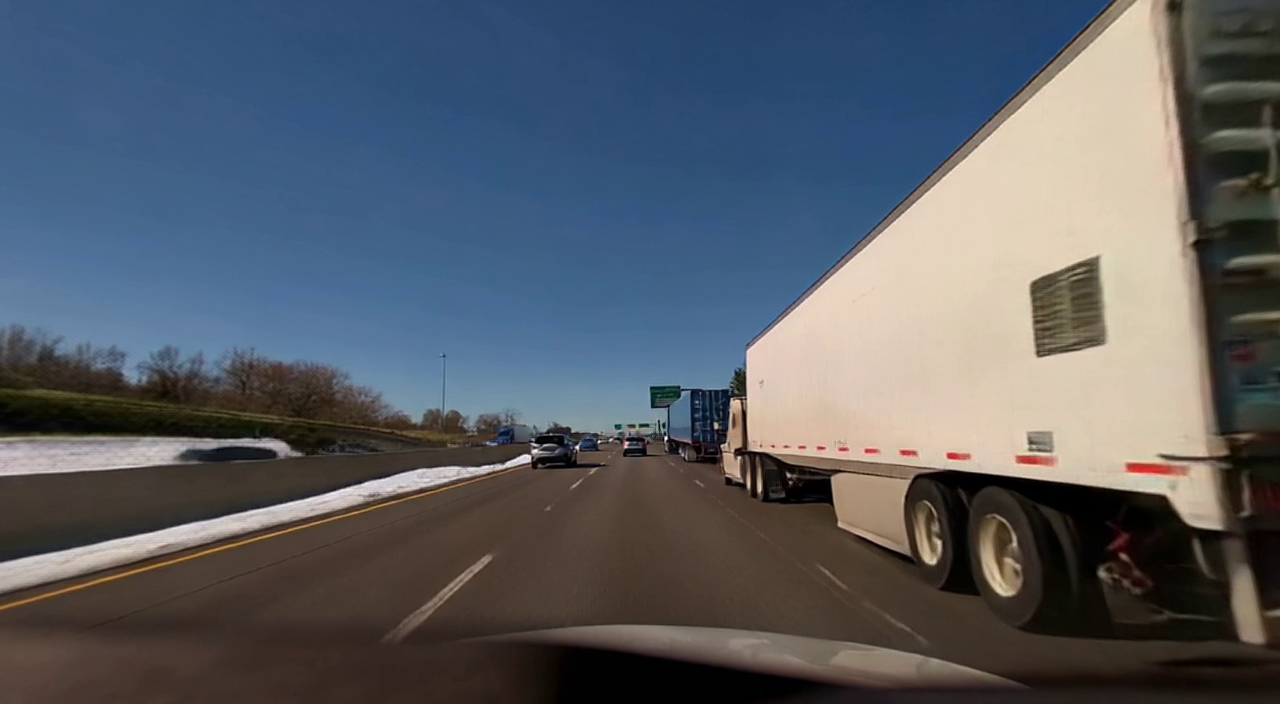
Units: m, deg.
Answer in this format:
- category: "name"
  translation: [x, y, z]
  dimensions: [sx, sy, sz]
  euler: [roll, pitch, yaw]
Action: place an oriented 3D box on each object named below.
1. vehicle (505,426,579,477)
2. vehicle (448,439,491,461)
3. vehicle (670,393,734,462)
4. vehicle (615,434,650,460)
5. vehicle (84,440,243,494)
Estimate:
- category: "vehicle"
  translation: [-3.513, 3.654, 23.395]
  dimensions: [2.054, 1.671, 4.445]
  euler: [0, -8, 0]
- category: "vehicle"
  translation: [-12.911, 7.438, 47.888]
  dimensions: [1.954, 1.527, 4.652]
  euler: [0, -8, 0]
- category: "vehicle"
  translation: [3.650, 4.736, 39.212]
  dimensions: [2.883, 3.836, 7.894]
  euler: [0, -8, -2]
- category: "vehicle"
  translation: [-0.502, 5.939, 39.460]
  dimensions: [2.088, 1.567, 4.240]
  euler: [0, -8, -1]
- category: "vehicle"
  translation: [-15.570, 3.731, 20.910]
  dimensions: [1.889, 1.586, 4.369]
  euler: [0, -8, -1]
